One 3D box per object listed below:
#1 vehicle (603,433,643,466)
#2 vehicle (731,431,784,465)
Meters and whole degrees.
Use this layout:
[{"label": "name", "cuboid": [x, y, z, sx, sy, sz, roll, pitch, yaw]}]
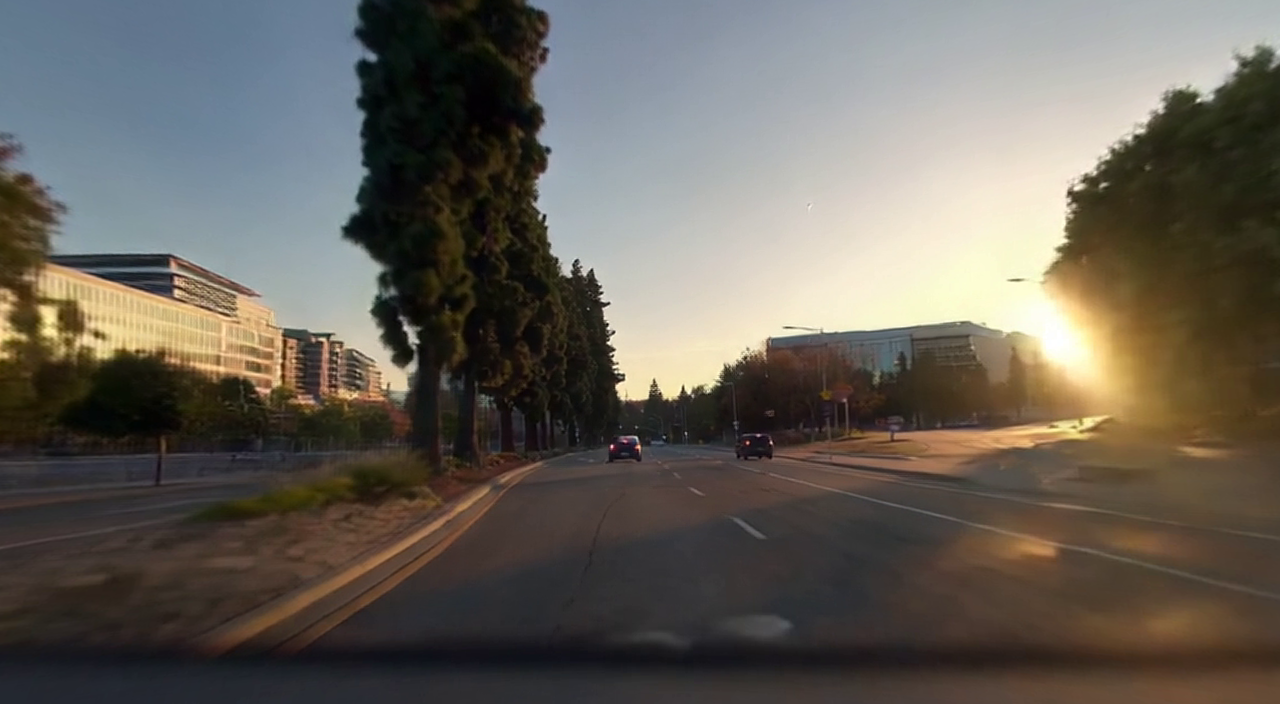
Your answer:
[{"label": "vehicle", "cuboid": [-0.990, 5.675, 36.976, 2.193, 1.794, 4.457, 0, -8, -1]}, {"label": "vehicle", "cuboid": [6.542, 5.402, 35.682, 2.026, 1.804, 4.565, 0, -8, -1]}]
